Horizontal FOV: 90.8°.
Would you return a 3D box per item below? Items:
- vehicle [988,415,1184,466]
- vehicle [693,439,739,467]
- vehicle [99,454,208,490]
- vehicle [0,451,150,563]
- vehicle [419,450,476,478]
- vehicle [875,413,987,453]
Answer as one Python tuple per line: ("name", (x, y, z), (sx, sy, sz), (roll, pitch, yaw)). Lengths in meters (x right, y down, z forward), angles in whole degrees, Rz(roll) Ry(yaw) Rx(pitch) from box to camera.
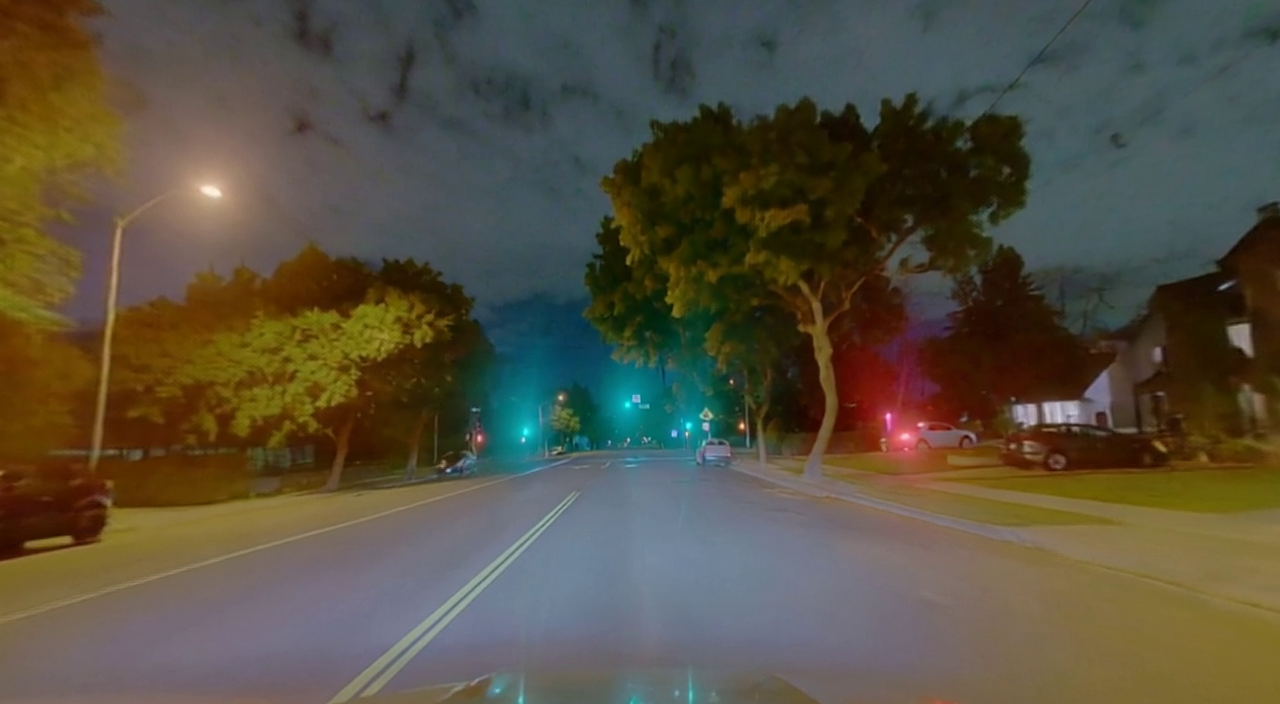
("vehicle", (13.473, 2.714, 19.292), (4.564, 1.437, 1.796), (0, -8, 0))
("vehicle", (4.251, 5.769, 36.145), (1.963, 1.477, 4.804), (0, -8, -1))
("vehicle", (-23.633, 5.826, 30.814), (3.775, 1.531, 1.847), (-1, -8, -1))
("vehicle", (-11.385, 2.675, 11.168), (1.977, 1.753, 4.278), (0, -8, -1))
("vehicle", (-11.809, 6.860, 39.078), (2.029, 1.550, 4.562), (-1, -8, 1))
("vehicle", (14.340, 4.030, 31.337), (4.500, 1.875, 2.046), (0, -8, -1))
